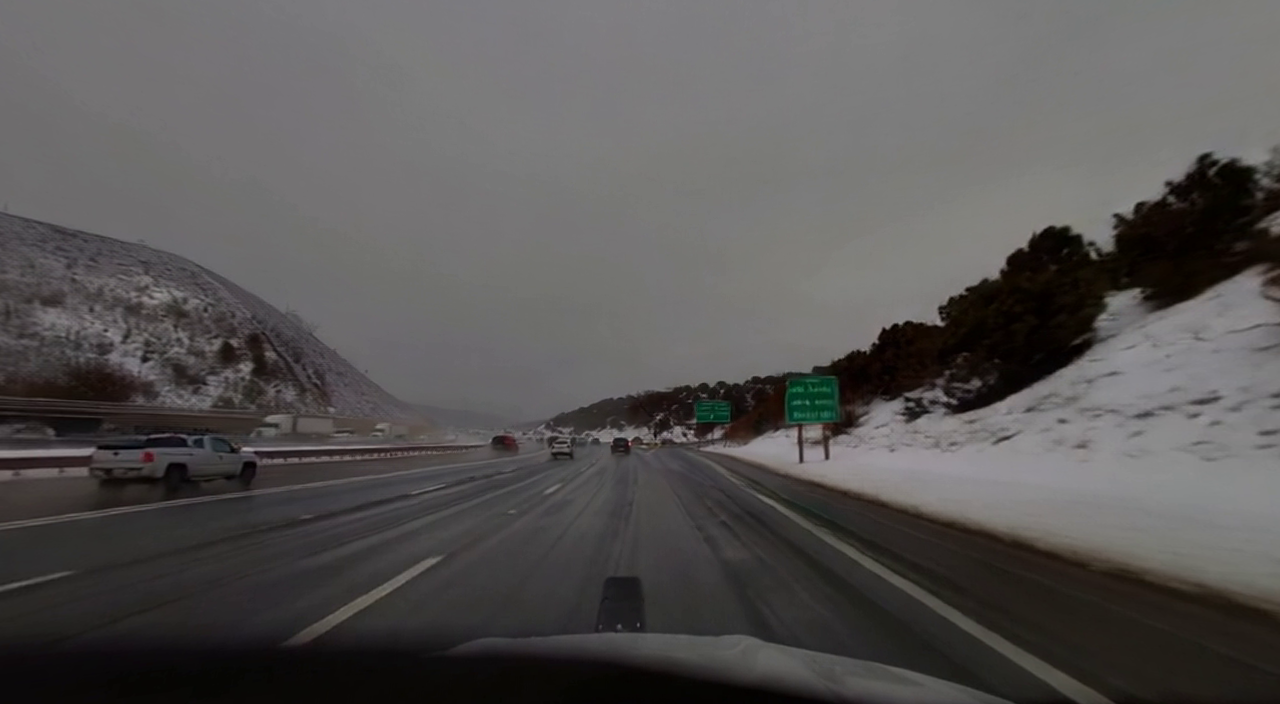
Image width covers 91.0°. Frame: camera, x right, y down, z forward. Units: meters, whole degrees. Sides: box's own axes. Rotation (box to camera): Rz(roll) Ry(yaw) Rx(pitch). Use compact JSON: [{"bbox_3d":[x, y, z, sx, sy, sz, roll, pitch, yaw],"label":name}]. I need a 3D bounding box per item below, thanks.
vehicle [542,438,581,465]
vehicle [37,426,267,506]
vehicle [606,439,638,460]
[{"bbox_3d":[-5.092,6.509,41.370,2.060,1.631,4.214,0,-9,-1],"label":"vehicle"},{"bbox_3d":[-11.504,2.710,15.382,2.047,1.645,4.451,0,-9,0],"label":"vehicle"},{"bbox_3d":[-1.438,7.679,49.566,2.421,1.594,4.248,0,-9,-2],"label":"vehicle"}]
